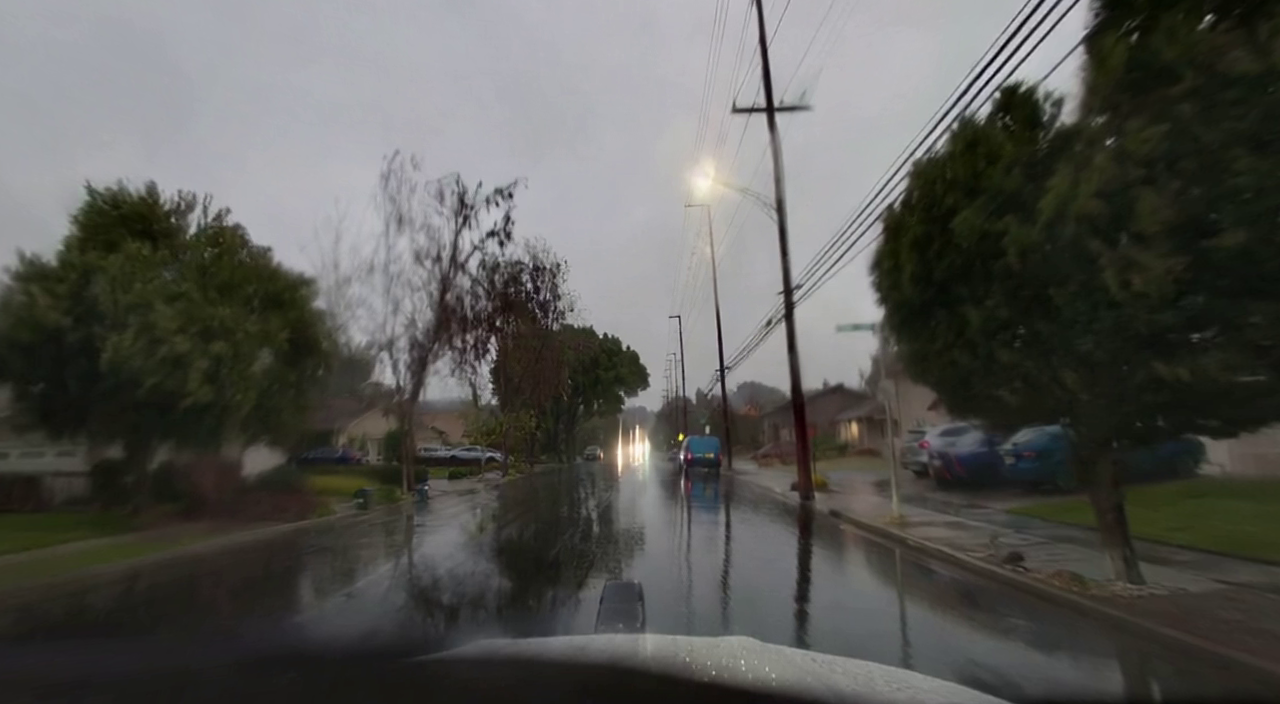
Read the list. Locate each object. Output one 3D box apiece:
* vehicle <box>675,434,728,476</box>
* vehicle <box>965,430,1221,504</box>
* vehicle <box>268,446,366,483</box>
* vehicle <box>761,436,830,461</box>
[{"bbox_3d":[3.240,5.595,34.535,2.311,2.069,5.156,0,-9,-1],"label":"vehicle"},{"bbox_3d":[9.894,2.528,14.103,4.125,1.461,1.984,-1,-8,2],"label":"vehicle"},{"bbox_3d":[-18.131,6.302,35.631,4.414,1.731,2.008,-2,-7,-4],"label":"vehicle"},{"bbox_3d":[11.465,7.178,46.872,4.602,1.799,1.859,0,-9,0],"label":"vehicle"}]
